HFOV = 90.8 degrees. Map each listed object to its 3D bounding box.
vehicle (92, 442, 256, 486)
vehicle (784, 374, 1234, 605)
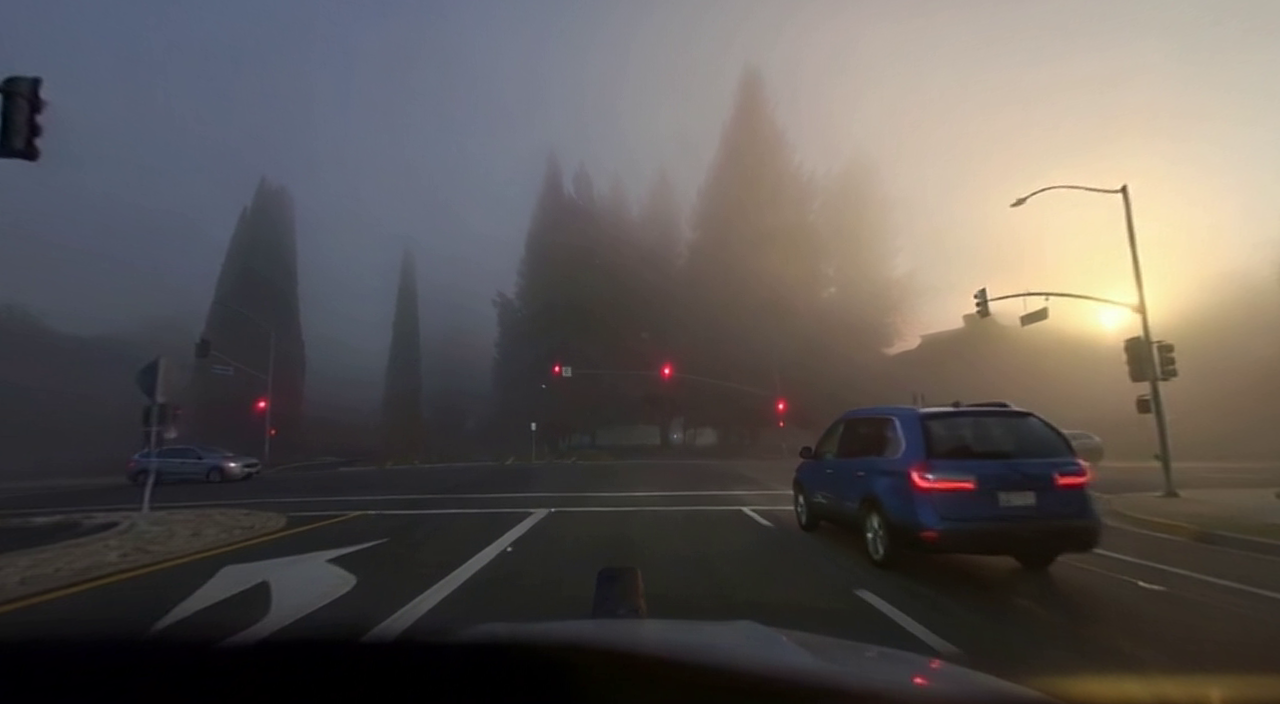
[{"bbox_3d":[-18.503,4.447,25.338,4.737,1.659,2.042,1,-9,-10],"label":"vehicle"},{"bbox_3d":[3.463,1.436,7.473,2.229,1.795,4.927,0,-9,-1],"label":"vehicle"}]
